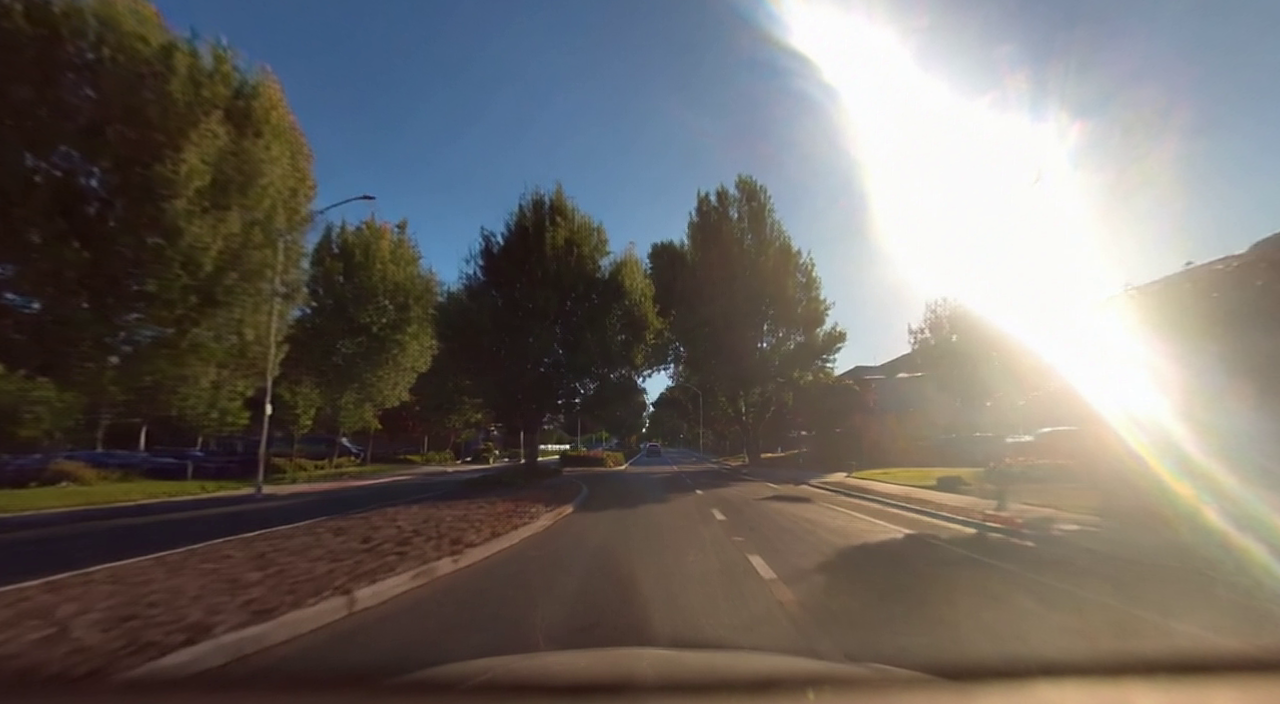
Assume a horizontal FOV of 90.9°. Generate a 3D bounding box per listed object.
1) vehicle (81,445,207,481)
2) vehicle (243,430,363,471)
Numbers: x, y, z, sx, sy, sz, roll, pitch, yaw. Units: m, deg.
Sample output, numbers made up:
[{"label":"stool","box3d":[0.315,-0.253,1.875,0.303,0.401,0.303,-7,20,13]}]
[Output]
[{"label":"vehicle","box3d":[-22.782,5.071,29.073,4.140,1.556,1.995,0,-8,2]},{"label":"vehicle","box3d":[-22.668,6.648,42.689,6.364,2.595,2.828,1,-9,-2]}]
